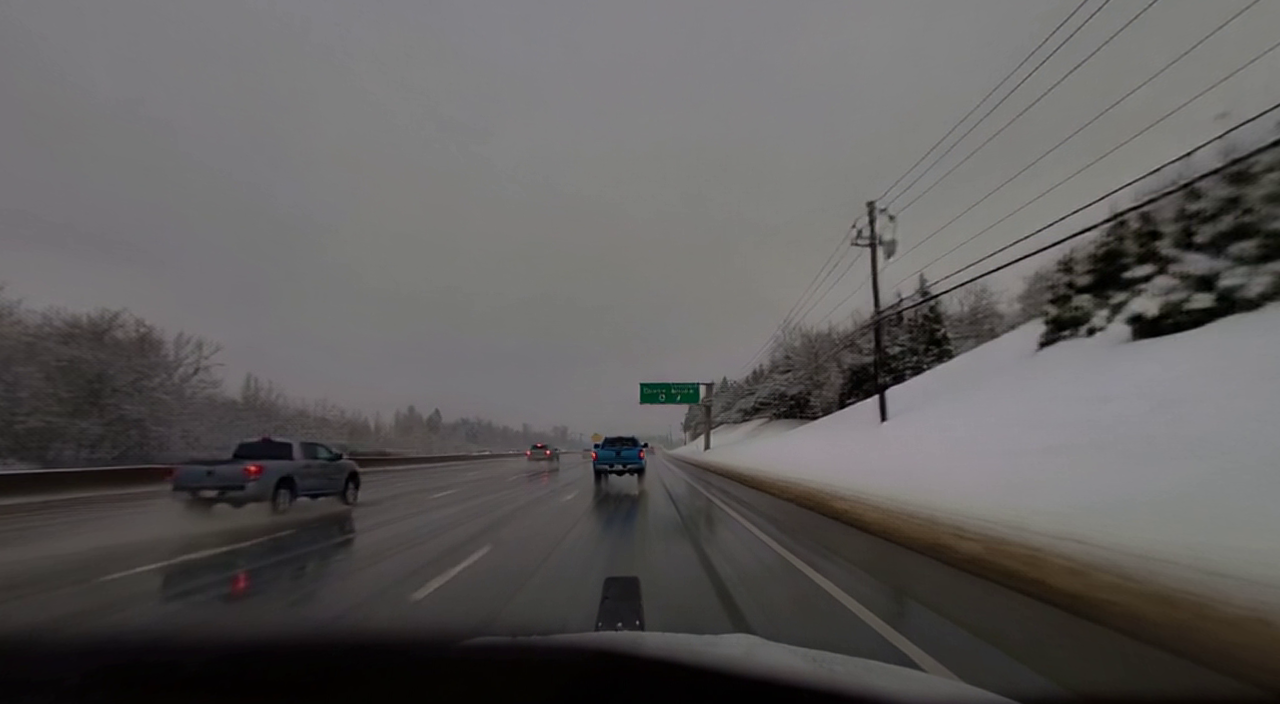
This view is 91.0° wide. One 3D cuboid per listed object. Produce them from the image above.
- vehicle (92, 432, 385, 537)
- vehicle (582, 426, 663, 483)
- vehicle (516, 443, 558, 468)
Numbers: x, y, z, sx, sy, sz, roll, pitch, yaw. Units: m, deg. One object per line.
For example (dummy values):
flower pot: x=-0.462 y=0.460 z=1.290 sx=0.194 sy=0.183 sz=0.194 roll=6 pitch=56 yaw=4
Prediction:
vehicle: x=-7.147 y=2.401 z=12.175 sx=2.189 sy=1.553 sz=5.202 roll=0 pitch=-9 yaw=1
vehicle: x=-0.651 y=4.232 z=26.225 sx=2.972 sy=2.087 sz=6.126 roll=0 pitch=-9 yaw=0
vehicle: x=-7.105 y=7.149 z=43.693 sx=2.055 sy=1.618 sz=4.457 roll=0 pitch=-9 yaw=1
